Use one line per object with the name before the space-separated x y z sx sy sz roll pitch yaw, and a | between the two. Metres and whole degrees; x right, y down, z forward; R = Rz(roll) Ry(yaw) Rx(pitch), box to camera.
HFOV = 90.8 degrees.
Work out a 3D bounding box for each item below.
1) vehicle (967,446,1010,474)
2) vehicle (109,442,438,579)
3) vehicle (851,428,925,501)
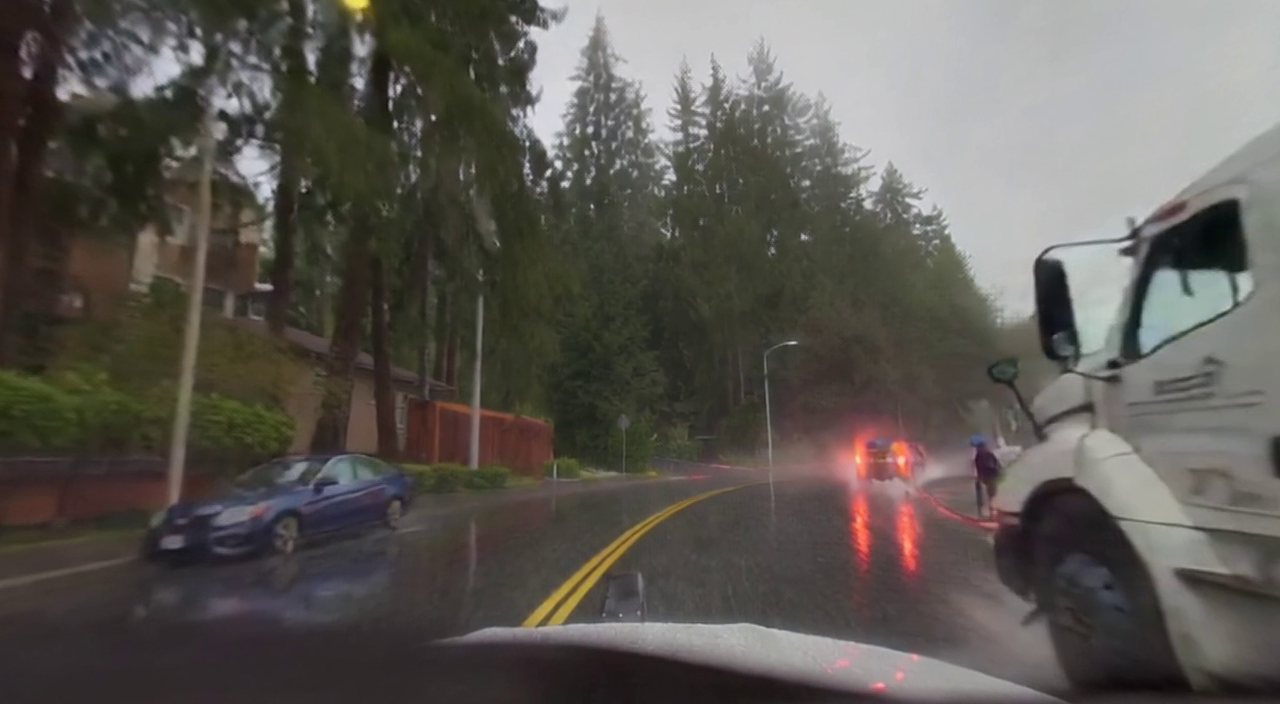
vehicle | 24.623 7.617 44.534 1.922 1.785 4.513 -6 -12 36
vehicle | -4.941 2.153 9.432 1.930 1.487 4.213 0 -9 9
vehicle | 8.438 3.830 21.751 2.043 2.250 3.024 -2 -9 17
